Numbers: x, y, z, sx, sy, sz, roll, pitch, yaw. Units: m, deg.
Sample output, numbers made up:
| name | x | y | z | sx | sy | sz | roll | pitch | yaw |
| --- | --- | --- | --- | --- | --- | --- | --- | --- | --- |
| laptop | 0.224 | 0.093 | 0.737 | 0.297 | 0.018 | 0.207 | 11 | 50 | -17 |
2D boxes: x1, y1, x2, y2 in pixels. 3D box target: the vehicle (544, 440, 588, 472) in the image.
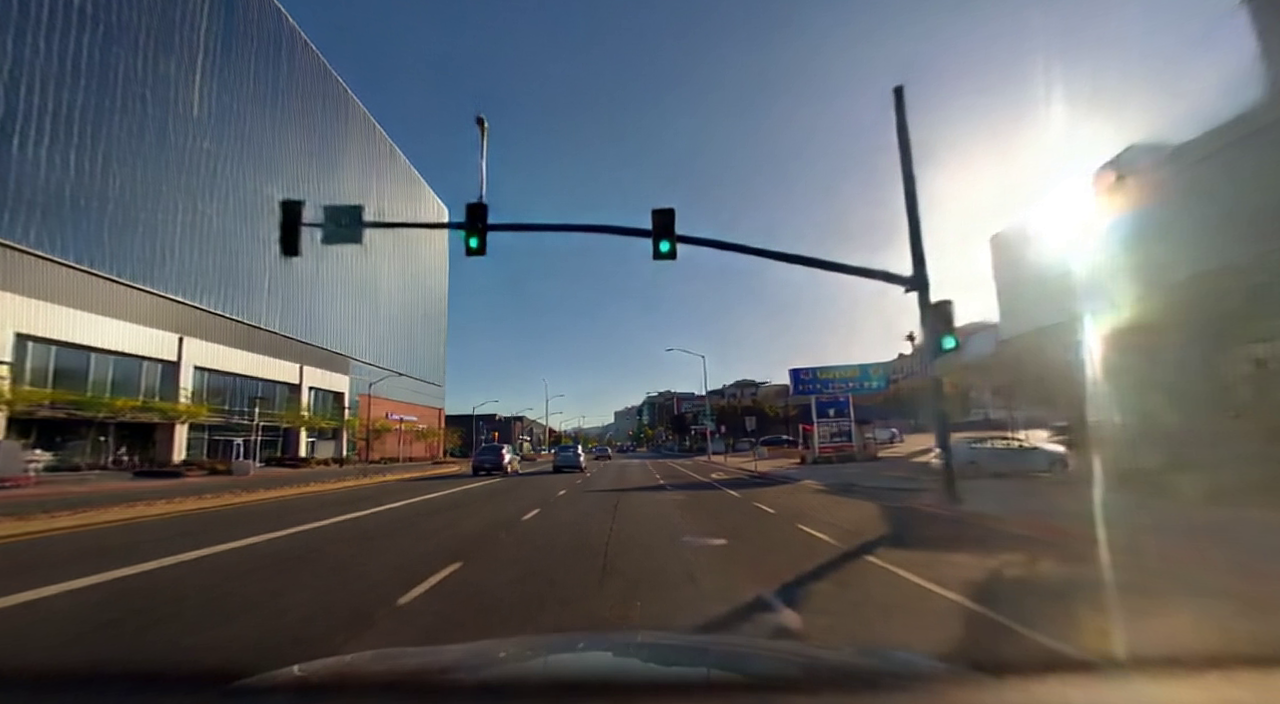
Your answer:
| name | x | y | z | sx | sy | sz | roll | pitch | yaw |
| --- | --- | --- | --- | --- | --- | --- | --- | --- | --- |
| vehicle | -4.263 | 6.016 | 36.845 | 2.052 | 1.729 | 4.195 | 0 | -8 | 0 |

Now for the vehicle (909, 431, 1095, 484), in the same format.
| name | x | y | z | sx | sy | sz | roll | pitch | yaw |
| --- | --- | --- | --- | --- | --- | --- | --- | --- | --- |
| vehicle | 11.037 | 3.265 | 19.591 | 4.513 | 1.541 | 1.948 | -1 | -9 | 6 |

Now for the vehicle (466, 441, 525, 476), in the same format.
| name | x | y | z | sx | sy | sz | roll | pitch | yaw |
| --- | --- | --- | --- | --- | --- | --- | --- | --- | --- |
| vehicle | -7.219 | 5.353 | 32.035 | 1.909 | 1.605 | 4.561 | 0 | -8 | 0 |
